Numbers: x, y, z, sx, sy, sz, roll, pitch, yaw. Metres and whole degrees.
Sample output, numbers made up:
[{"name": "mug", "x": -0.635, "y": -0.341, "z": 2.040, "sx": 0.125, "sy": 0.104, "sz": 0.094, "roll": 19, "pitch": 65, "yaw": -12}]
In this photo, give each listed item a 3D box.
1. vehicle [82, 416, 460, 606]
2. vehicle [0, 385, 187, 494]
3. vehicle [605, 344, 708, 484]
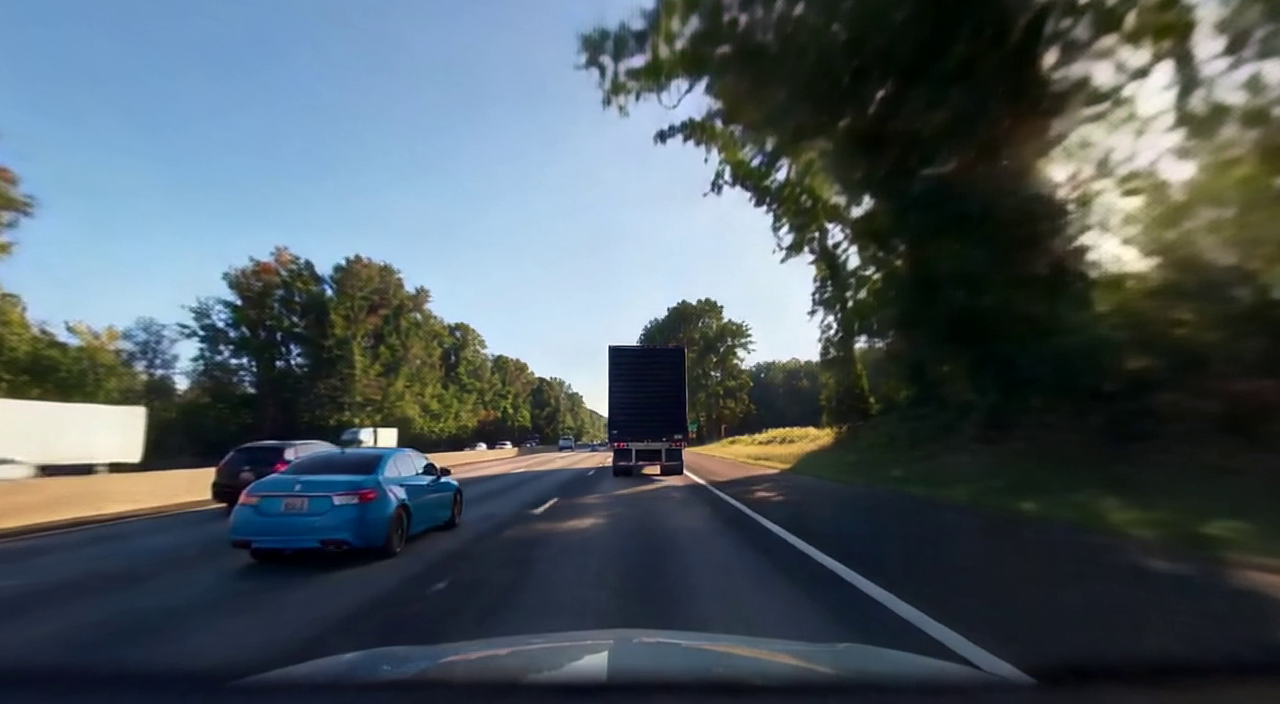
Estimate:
[{"name": "vehicle", "x": -3.644, "y": 1.614, "z": 7.354, "sx": 1.854, "sy": 1.530, "sz": 4.268, "roll": 0, "pitch": -8, "yaw": -1}, {"name": "vehicle", "x": -24.027, "y": 3.425, "z": 24.483, "sx": 2.838, "sy": 3.787, "sz": 13.774, "roll": 0, "pitch": -8, "yaw": -1}, {"name": "vehicle", "x": 0.417, "y": 2.593, "z": 24.263, "sx": 3.073, "sy": 4.196, "sz": 10.546, "roll": 0, "pitch": -8, "yaw": -1}]
